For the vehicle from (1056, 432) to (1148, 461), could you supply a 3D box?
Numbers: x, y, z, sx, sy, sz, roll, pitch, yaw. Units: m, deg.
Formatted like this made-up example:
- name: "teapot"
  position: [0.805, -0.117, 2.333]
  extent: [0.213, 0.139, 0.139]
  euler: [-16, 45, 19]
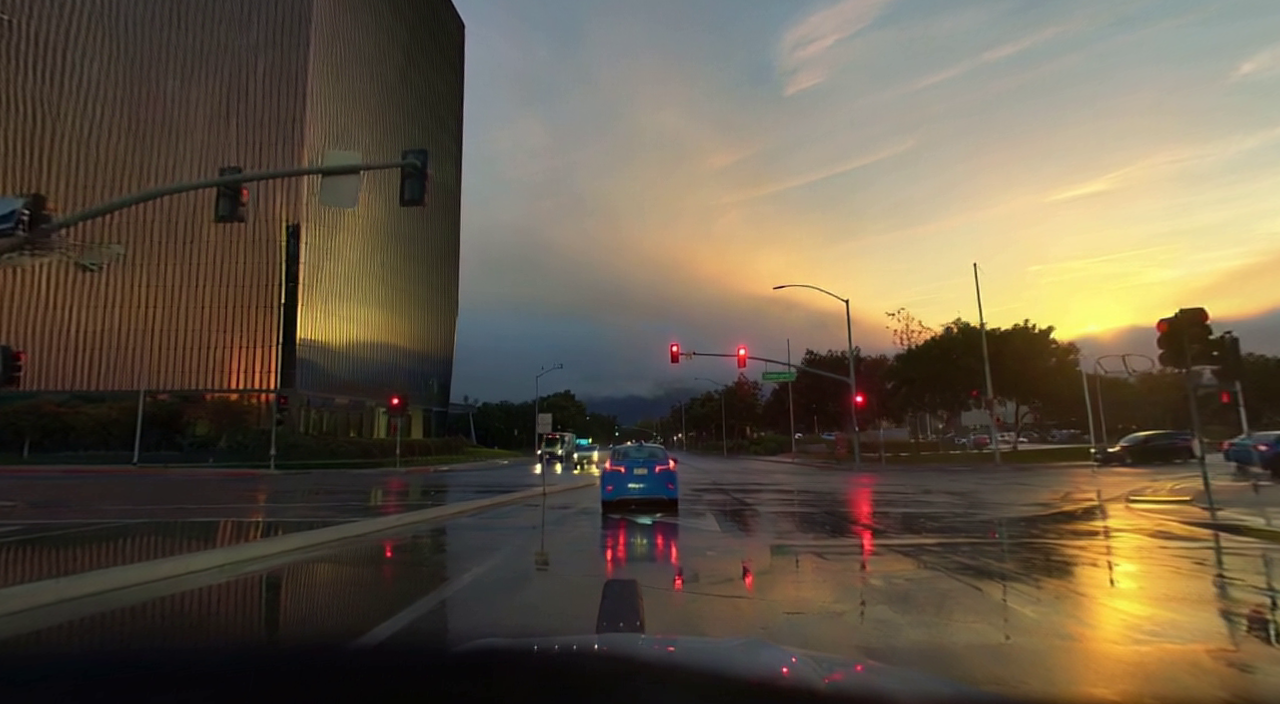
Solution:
- name: "vehicle"
  position: [25.565, 5.288, 35.070]
  extent: [2.021, 1.484, 4.454]
  euler: [0, -9, 4]

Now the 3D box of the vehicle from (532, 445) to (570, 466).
- name: "vehicle"
  position: [-6.704, 7.830, 47.817]
  extent: [2.113, 1.535, 4.504]
  euler: [0, -9, 2]

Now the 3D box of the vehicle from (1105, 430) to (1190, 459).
- name: "vehicle"
  position: [27.889, 5.114, 34.737]
  extent: [1.816, 1.476, 3.652]
  euler: [-1, -9, 5]

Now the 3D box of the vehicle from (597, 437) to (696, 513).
- name: "vehicle"
  position: [0.116, 2.832, 14.997]
  extent: [2.014, 1.525, 4.197]
  euler: [0, -9, -1]
